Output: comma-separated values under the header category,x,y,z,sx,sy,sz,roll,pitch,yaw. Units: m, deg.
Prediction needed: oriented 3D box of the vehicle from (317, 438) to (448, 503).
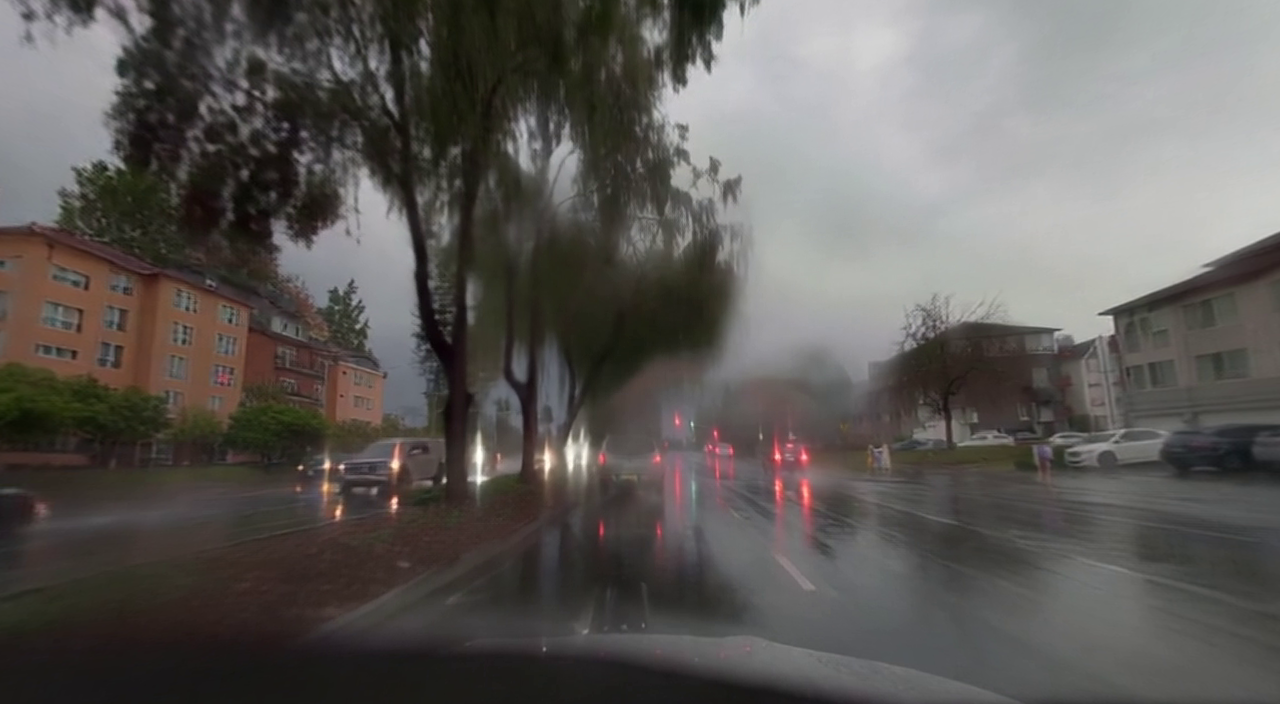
category,x,y,z,sx,sy,sz,roll,pitch,yaw
vehicle,-7.860,3.629,19.848,2.119,1.778,4.760,0,-9,0

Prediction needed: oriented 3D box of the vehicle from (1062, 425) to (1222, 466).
category,x,y,z,sx,sy,sz,roll,pitch,yaw
vehicle,19.317,3.631,24.427,4.474,1.524,1.893,-1,-9,3

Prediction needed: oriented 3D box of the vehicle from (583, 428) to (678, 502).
category,x,y,z,sx,sy,sz,roll,pitch,yaw
vehicle,-0.156,3.149,17.980,2.332,1.798,4.546,0,-8,2

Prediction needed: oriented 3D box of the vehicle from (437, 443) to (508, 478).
category,x,y,z,sx,sy,sz,roll,pitch,yaw
vehicle,-9.891,6.454,37.891,2.238,1.906,6.264,-1,-8,3

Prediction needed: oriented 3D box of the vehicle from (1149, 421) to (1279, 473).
category,x,y,z,sx,sy,sz,roll,pitch,yaw
vehicle,18.587,2.897,19.223,4.292,1.496,1.984,0,-9,1

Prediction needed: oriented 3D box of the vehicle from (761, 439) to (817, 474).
category,x,y,z,sx,sy,sz,roll,pitch,yaw
vehicle,7.677,5.419,32.901,1.971,1.722,4.341,0,-9,1
